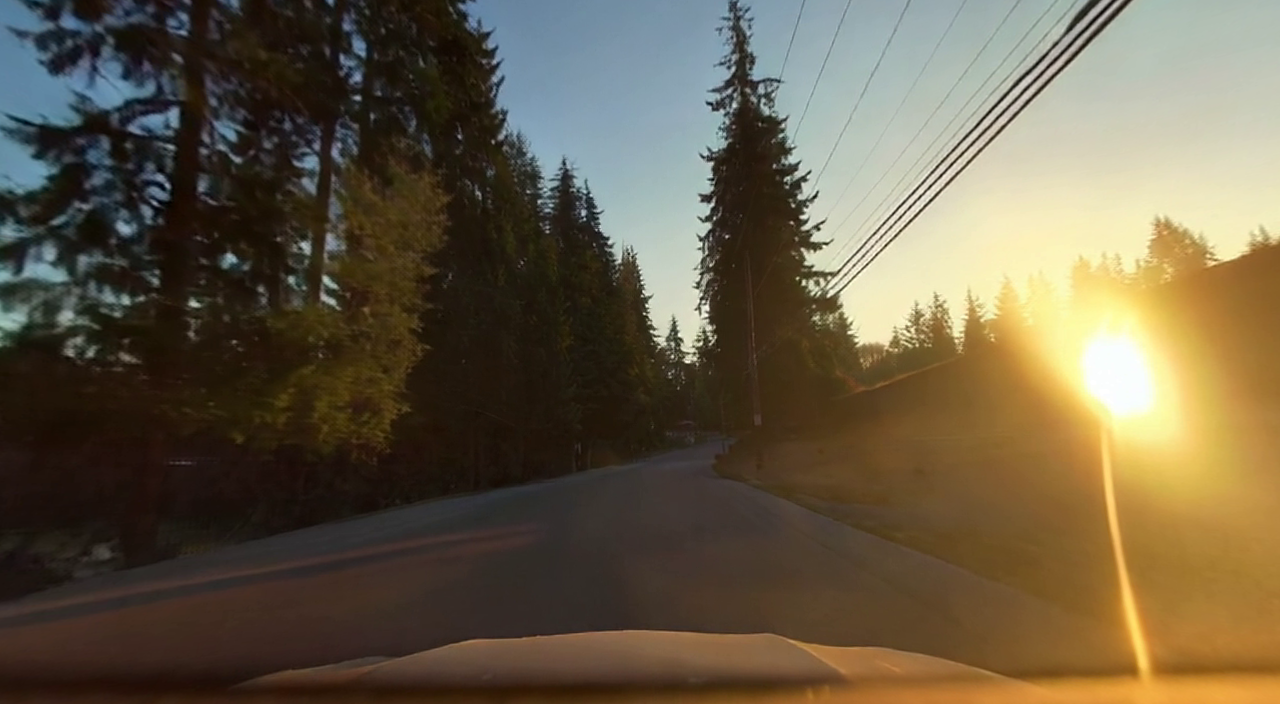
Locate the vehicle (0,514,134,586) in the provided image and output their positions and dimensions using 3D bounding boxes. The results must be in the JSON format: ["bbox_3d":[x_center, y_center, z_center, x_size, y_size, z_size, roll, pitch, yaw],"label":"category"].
[{"bbox_3d":[-18.926,6.231,20.082,4.018,1.791,1.978,-1,-7,7],"label":"vehicle"}]
